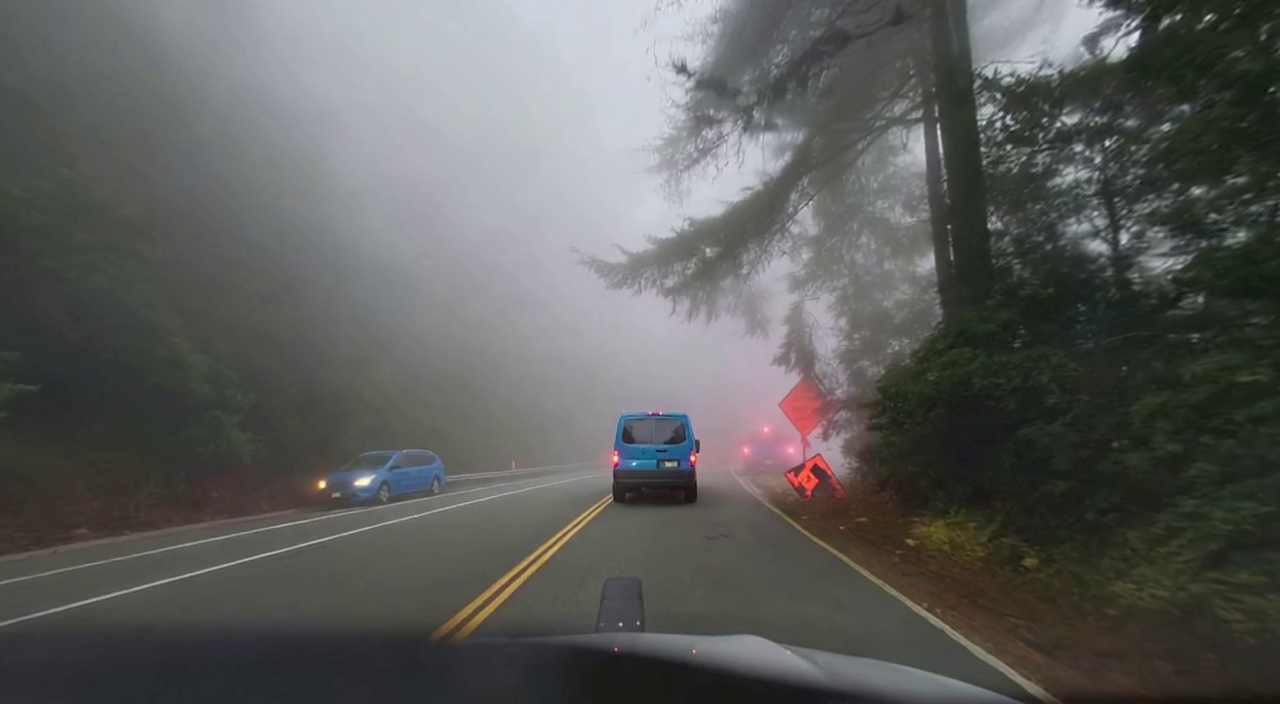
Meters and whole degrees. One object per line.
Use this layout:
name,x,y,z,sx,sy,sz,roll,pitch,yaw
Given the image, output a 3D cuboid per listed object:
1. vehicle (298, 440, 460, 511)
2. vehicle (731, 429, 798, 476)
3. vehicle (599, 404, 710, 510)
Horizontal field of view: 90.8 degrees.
vehicle,-7.628,3.647,19.380,2.055,1.809,5.906,-1,-9,4
vehicle,6.018,4.963,31.586,2.833,2.033,7.668,-1,-9,8
vehicle,0.499,2.605,15.984,2.362,2.247,4.892,-1,-9,5
